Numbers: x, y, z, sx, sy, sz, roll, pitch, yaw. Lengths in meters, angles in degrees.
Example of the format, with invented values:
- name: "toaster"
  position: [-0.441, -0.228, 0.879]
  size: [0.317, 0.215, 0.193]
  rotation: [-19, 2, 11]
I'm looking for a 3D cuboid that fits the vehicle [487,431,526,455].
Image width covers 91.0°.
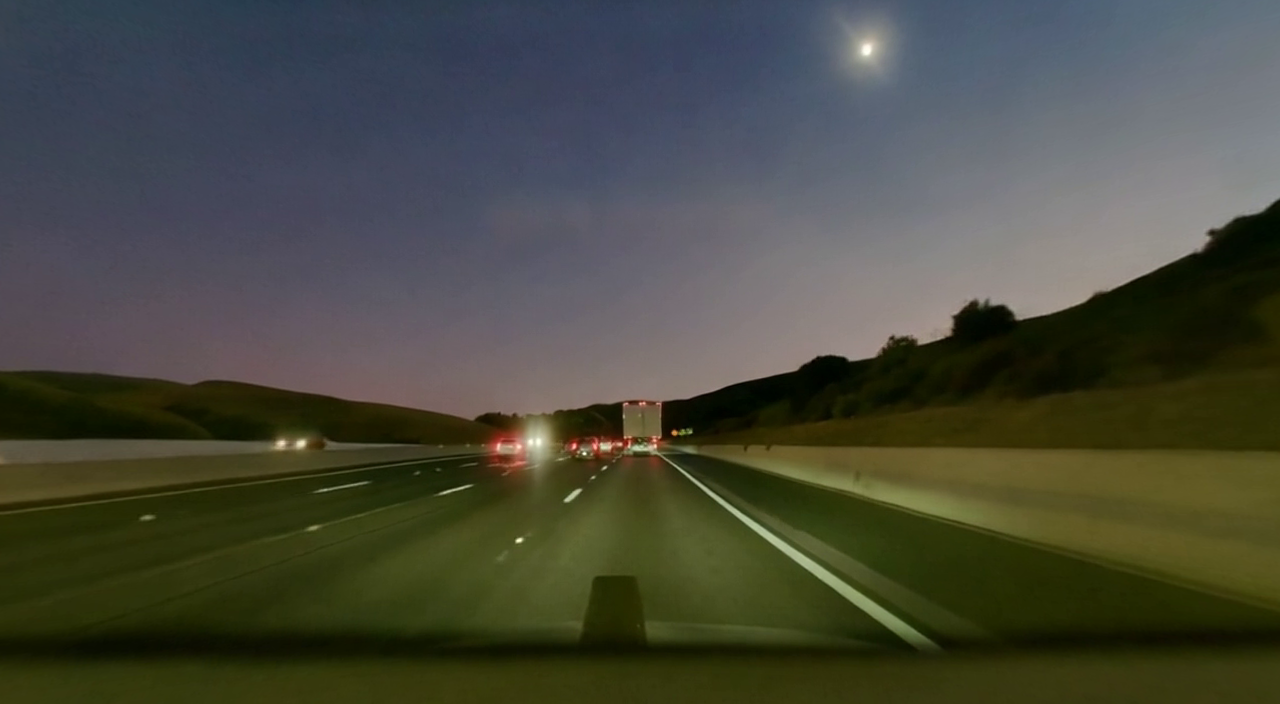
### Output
- name: "vehicle"
  position: [-10.243, 7.026, 48.814]
  size: [1.958, 1.758, 4.684]
  rotation: [0, -8, 1]

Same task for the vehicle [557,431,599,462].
- name: "vehicle"
  position: [-3.669, 5.703, 38.099]
  size: [2.053, 1.746, 4.508]
  rotation: [0, -8, 1]

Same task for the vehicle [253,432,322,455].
- name: "vehicle"
  position: [-24.974, 6.536, 44.832]
  size: [2.242, 1.542, 4.585]
  rotation: [0, -8, 1]
